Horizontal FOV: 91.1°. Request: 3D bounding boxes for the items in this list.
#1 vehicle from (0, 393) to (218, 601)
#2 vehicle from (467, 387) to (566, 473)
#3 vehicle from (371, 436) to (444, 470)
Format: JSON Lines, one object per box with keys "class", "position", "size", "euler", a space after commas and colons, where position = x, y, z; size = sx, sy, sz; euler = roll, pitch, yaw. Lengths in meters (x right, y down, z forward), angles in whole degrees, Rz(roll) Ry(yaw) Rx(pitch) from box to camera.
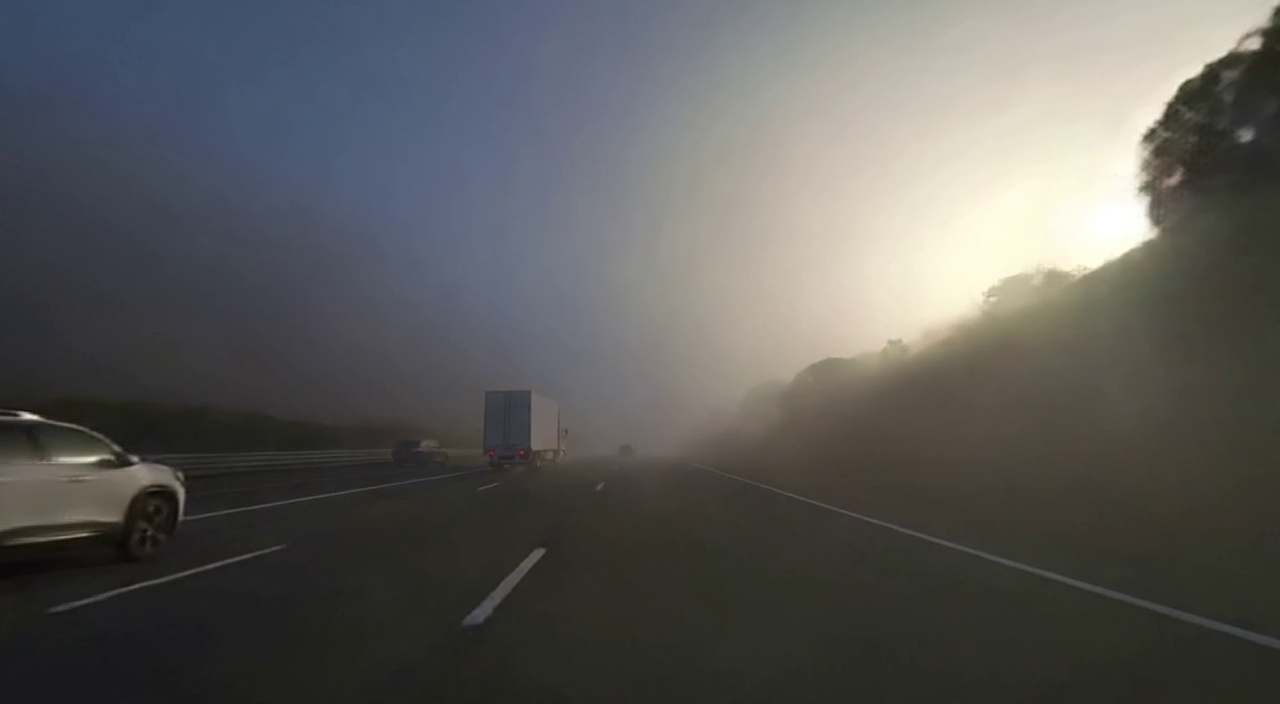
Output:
{"class": "vehicle", "position": [-6.442, 1.278, 5.711], "size": [2.099, 1.734, 4.413], "euler": [0, -8, 0]}
{"class": "vehicle", "position": [-6.289, 4.365, 34.190], "size": [2.981, 3.860, 11.022], "euler": [0, -8, 1]}
{"class": "vehicle", "position": [-13.699, 5.952, 37.362], "size": [2.130, 1.828, 5.523], "euler": [0, -8, 1]}
